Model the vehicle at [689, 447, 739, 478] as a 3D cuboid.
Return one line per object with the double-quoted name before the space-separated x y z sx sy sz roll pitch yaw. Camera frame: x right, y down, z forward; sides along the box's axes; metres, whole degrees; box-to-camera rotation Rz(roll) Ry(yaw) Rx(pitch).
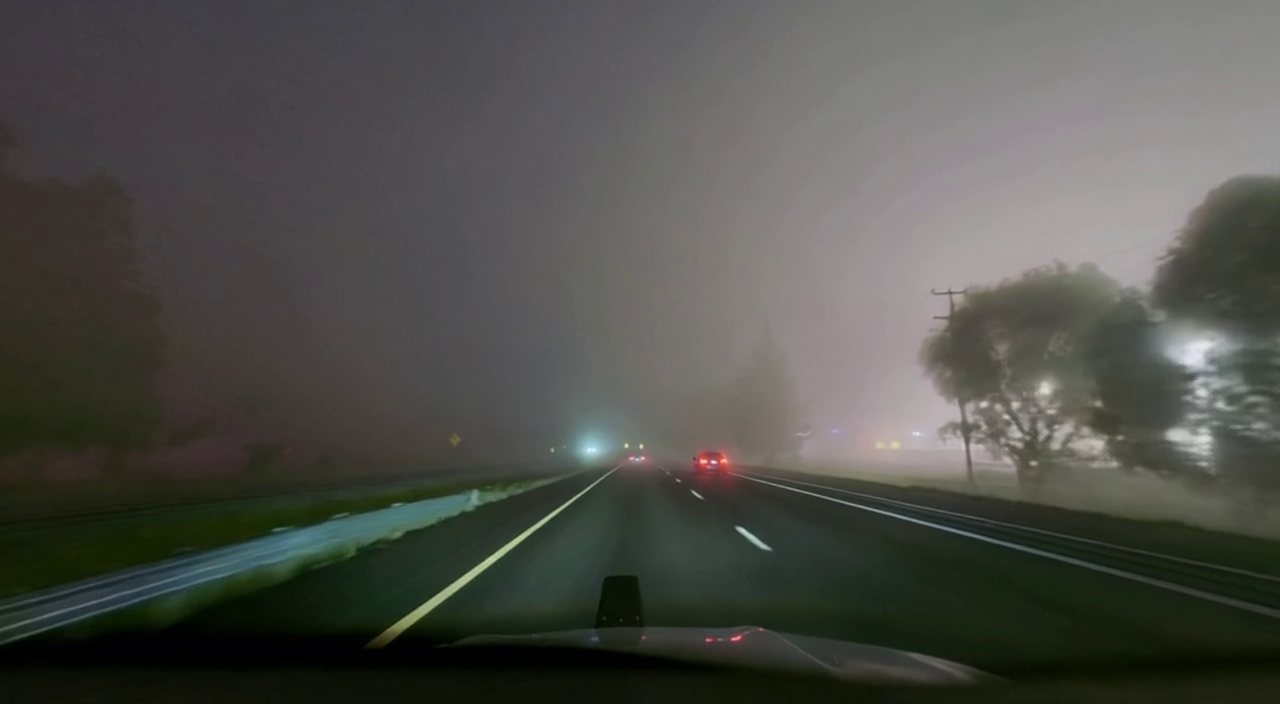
"vehicle" 3.918 5.943 34.034 2.115 1.522 4.330 0 -9 -1
